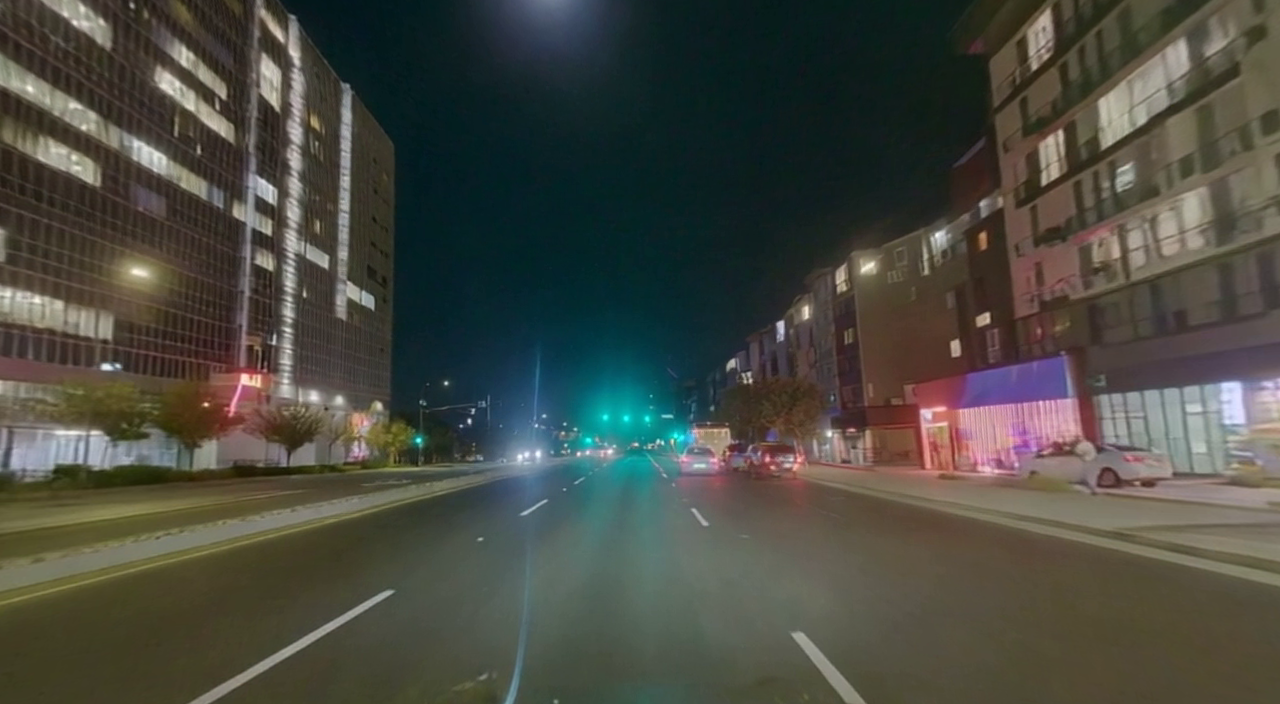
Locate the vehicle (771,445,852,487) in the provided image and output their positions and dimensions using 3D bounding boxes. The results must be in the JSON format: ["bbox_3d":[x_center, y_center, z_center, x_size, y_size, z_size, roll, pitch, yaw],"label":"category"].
[{"bbox_3d":[6.480,4.341,24.386,1.795,1.459,4.333,0,-9,-1],"label":"vehicle"}]

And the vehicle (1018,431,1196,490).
[{"bbox_3d":[14.558,3.394,20.107,1.975,1.648,4.451,1,-9,-5],"label":"vehicle"}]

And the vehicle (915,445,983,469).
[{"bbox_3d":[19.860,6.746,40.887,1.780,1.474,4.533,0,-8,-5],"label":"vehicle"}]

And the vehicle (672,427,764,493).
[{"bbox_3d":[2.281,3.364,19.951,2.130,1.787,5.126,0,-9,-1],"label":"vehicle"}]
